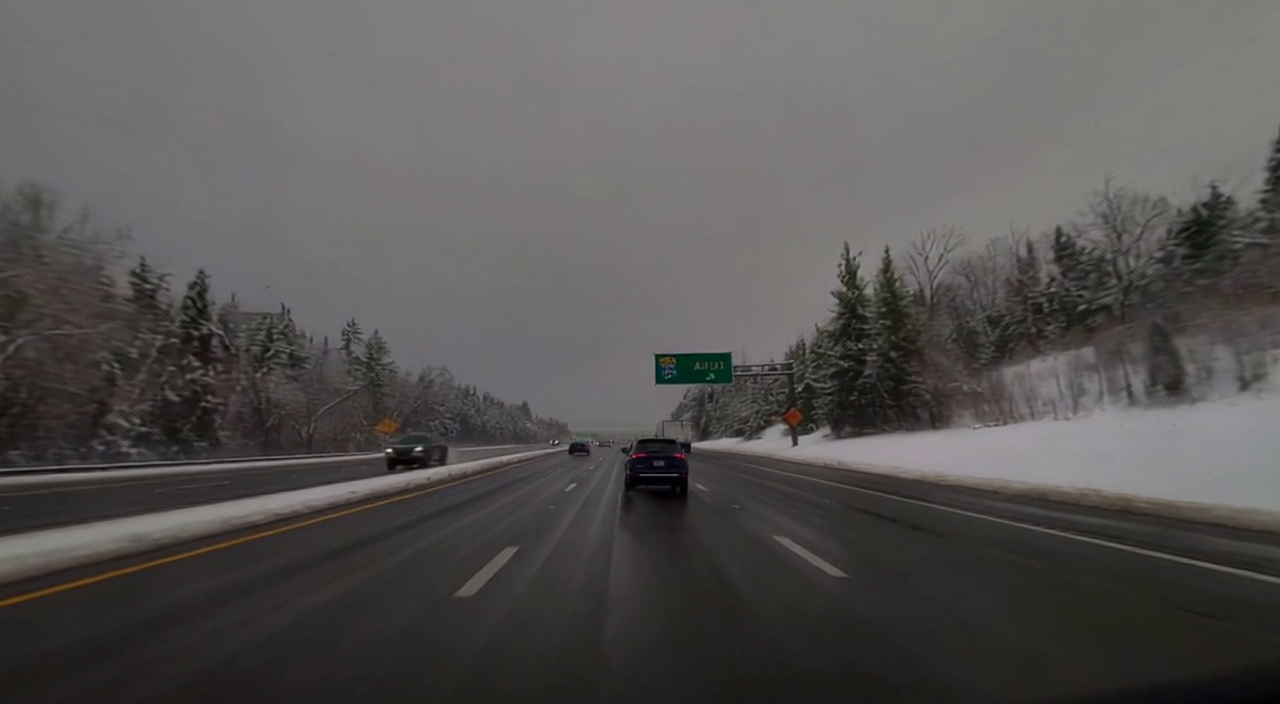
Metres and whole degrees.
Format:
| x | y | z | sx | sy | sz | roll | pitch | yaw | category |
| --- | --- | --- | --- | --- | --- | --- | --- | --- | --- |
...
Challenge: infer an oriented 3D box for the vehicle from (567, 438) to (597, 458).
| x | y | z | sx | sy | sz | roll | pitch | yaw | category |
| --- | --- | --- | --- | --- | --- | --- | --- | --- | --- |
| -4.496 | 7.491 | 49.540 | 2.055 | 1.466 | 4.317 | 0 | -8 | -1 | vehicle |

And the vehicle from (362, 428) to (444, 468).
| x | y | z | sx | sy | sz | roll | pitch | yaw | category |
| --- | --- | --- | --- | --- | --- | --- | --- | --- | --- |
| -11.778 | 4.794 | 31.715 | 2.296 | 1.836 | 4.901 | 0 | -8 | -1 | vehicle |

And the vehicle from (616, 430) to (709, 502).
| x | y | z | sx | sy | sz | roll | pitch | yaw | category |
| --- | --- | --- | --- | --- | --- | --- | --- | --- | --- |
| 0.388 | 2.720 | 15.685 | 1.961 | 1.495 | 4.743 | 0 | -8 | -2 | vehicle |

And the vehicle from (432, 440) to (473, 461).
| x | y | z | sx | sy | sz | roll | pitch | yaw | category |
| --- | --- | --- | --- | --- | --- | --- | --- | --- | --- |
| -14.532 | 7.613 | 48.981 | 1.799 | 1.458 | 4.337 | 0 | -8 | 1 | vehicle |
